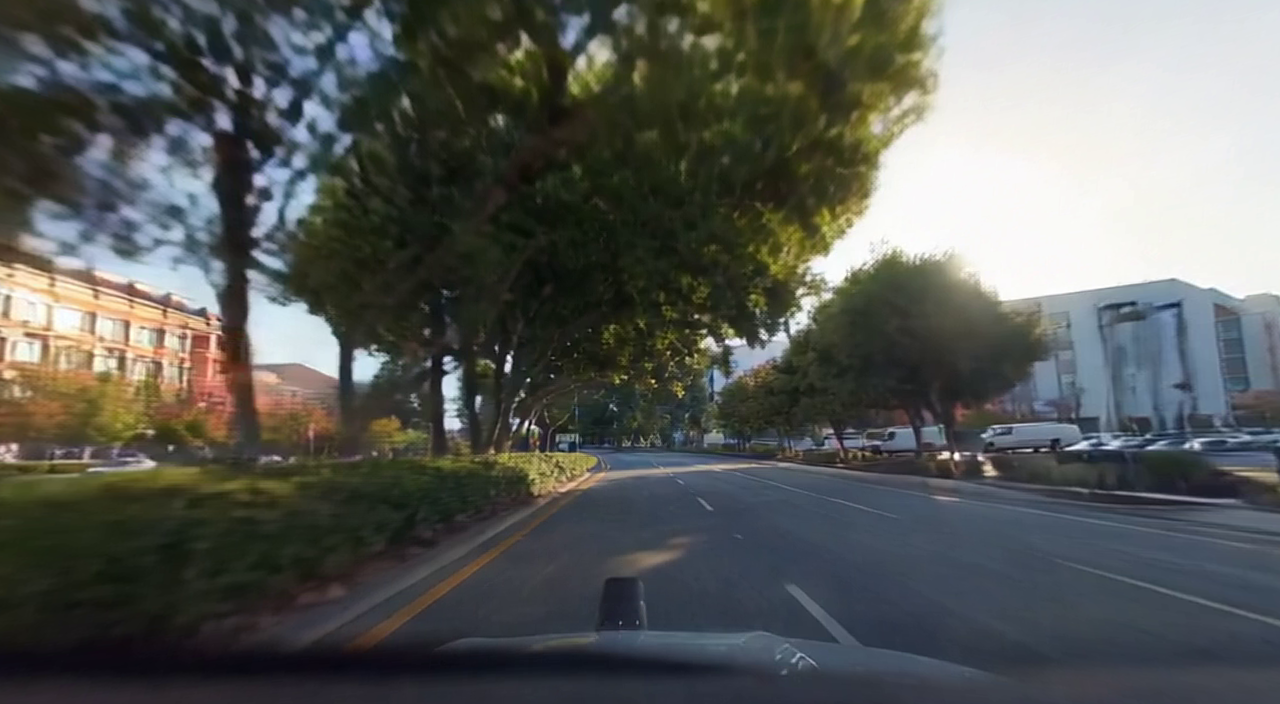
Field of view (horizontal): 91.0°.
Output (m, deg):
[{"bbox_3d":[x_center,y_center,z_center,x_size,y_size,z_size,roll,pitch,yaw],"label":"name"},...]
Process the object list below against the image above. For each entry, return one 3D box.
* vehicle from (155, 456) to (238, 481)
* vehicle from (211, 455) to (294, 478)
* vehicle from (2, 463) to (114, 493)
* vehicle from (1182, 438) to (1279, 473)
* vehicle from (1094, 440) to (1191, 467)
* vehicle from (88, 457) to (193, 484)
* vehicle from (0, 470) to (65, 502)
[{"bbox_3d":[-29.805,7.825,42.343,4.154,1.510,1.847,-1,-8,1],"label":"vehicle"},{"bbox_3d":[-29.628,8.755,48.240,4.739,1.638,2.515,0,-9,-1],"label":"vehicle"},{"bbox_3d":[-29.428,6.372,31.908,3.739,1.432,1.902,0,-9,-1],"label":"vehicle"},{"bbox_3d":[32.033,5.514,33.566,4.301,1.760,2.057,0,-8,-1],"label":"vehicle"},{"bbox_3d":[31.150,6.306,39.136,4.211,1.574,1.973,-1,-8,5],"label":"vehicle"},{"bbox_3d":[-29.435,6.987,37.210,4.350,1.512,2.145,0,-9,-1],"label":"vehicle"},{"bbox_3d":[-29.293,6.206,29.323,3.322,1.358,1.617,1,-8,-2],"label":"vehicle"}]
